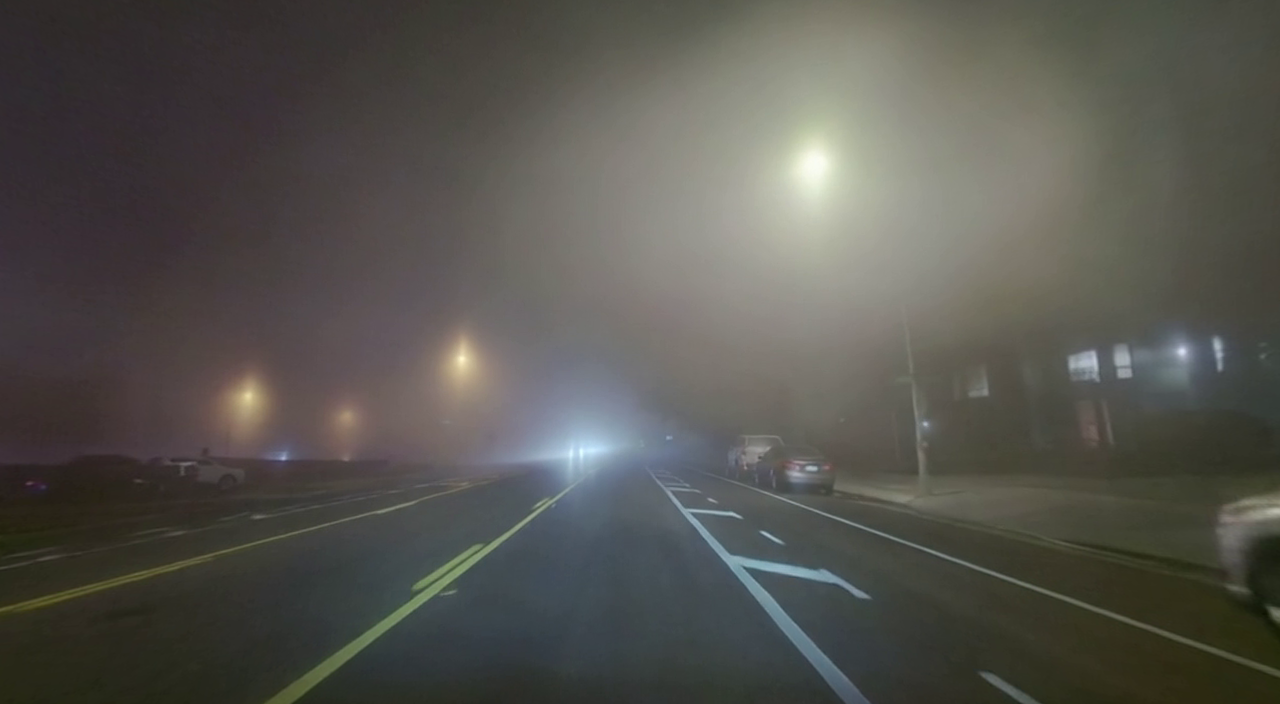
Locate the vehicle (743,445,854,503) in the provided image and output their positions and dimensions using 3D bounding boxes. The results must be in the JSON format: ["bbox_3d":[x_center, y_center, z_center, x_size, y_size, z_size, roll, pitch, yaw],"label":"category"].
[{"bbox_3d":[4.343,3.372,18.028,1.935,1.433,4.241,0,-8,-2],"label":"vehicle"}]

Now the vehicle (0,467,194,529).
[{"bbox_3d":[-15.455,3.931,17.249,4.826,1.491,2.086,1,-8,-4],"label":"vehicle"}]
